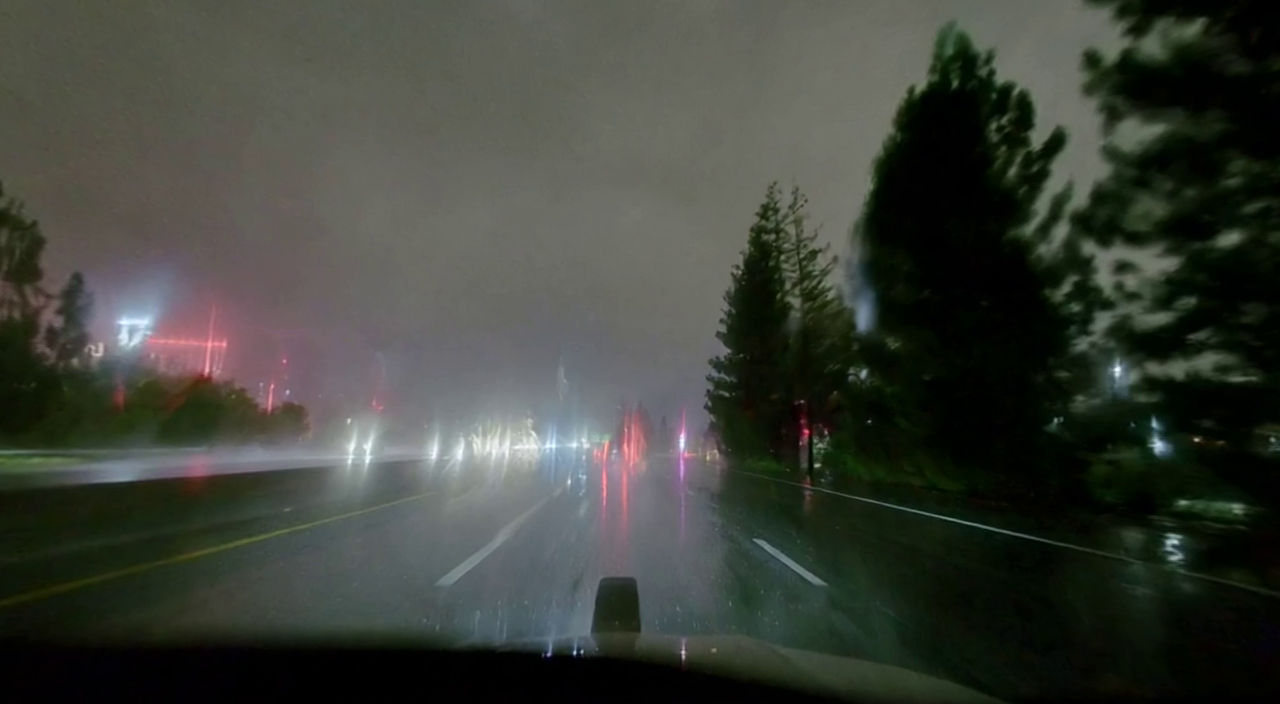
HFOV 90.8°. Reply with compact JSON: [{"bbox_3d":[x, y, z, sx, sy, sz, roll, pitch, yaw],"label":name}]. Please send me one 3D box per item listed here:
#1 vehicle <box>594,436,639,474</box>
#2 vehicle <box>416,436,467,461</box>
[{"bbox_3d":[-1.277,5.385,33.242,2.155,1.856,4.796,0,-9,-3],"label":"vehicle"},{"bbox_3d":[-13.215,6.499,42.394,2.126,1.572,4.415,0,-9,-2],"label":"vehicle"}]
